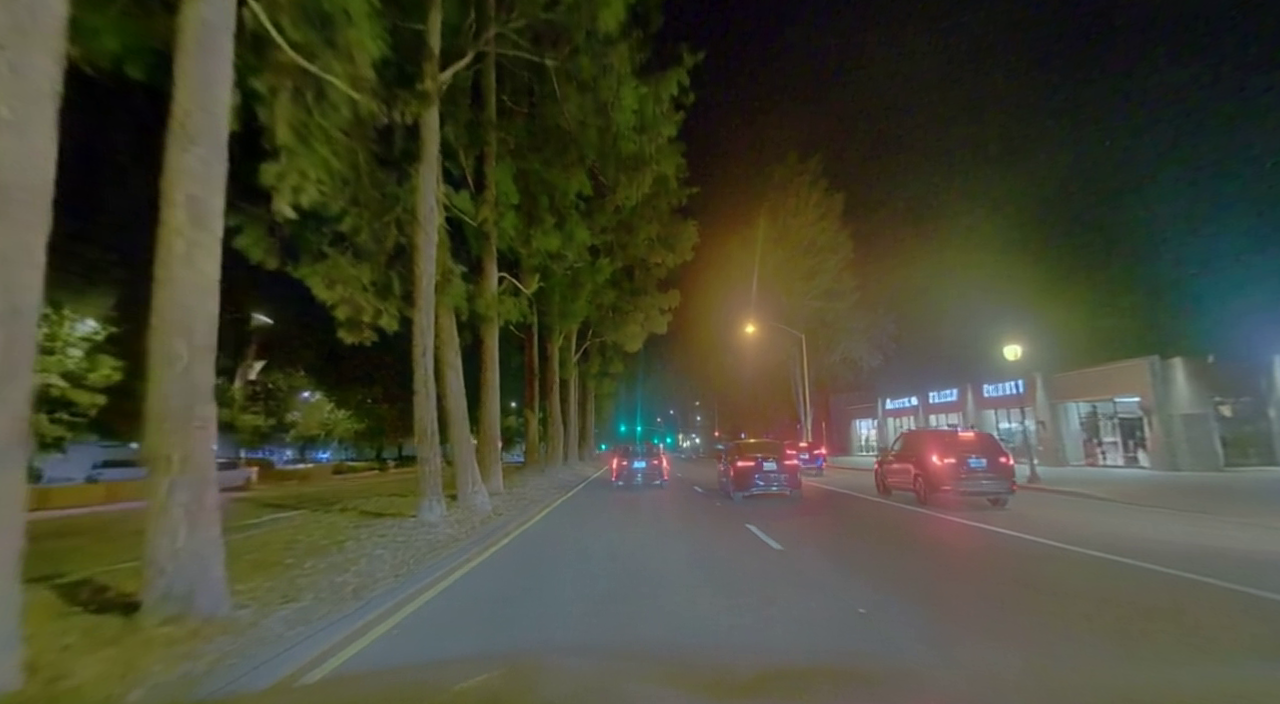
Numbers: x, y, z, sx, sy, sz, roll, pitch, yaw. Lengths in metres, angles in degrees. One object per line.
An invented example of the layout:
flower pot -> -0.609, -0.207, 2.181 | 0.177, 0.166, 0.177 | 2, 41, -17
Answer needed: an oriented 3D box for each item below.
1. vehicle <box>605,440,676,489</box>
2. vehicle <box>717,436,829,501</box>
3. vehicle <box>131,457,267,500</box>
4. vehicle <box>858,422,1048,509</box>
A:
vehicle -> -0.023, 3.665, 20.920 | 2.101, 1.444, 4.248 | 0, -9, -1
vehicle -> 3.375, 3.059, 16.956 | 1.993, 1.477, 4.240 | 0, -9, -1
vehicle -> -17.542, 5.018, 25.498 | 2.069, 1.460, 4.716 | 0, -9, 0
vehicle -> 7.113, 2.650, 15.135 | 2.052, 1.708, 4.842 | 0, -9, 0
